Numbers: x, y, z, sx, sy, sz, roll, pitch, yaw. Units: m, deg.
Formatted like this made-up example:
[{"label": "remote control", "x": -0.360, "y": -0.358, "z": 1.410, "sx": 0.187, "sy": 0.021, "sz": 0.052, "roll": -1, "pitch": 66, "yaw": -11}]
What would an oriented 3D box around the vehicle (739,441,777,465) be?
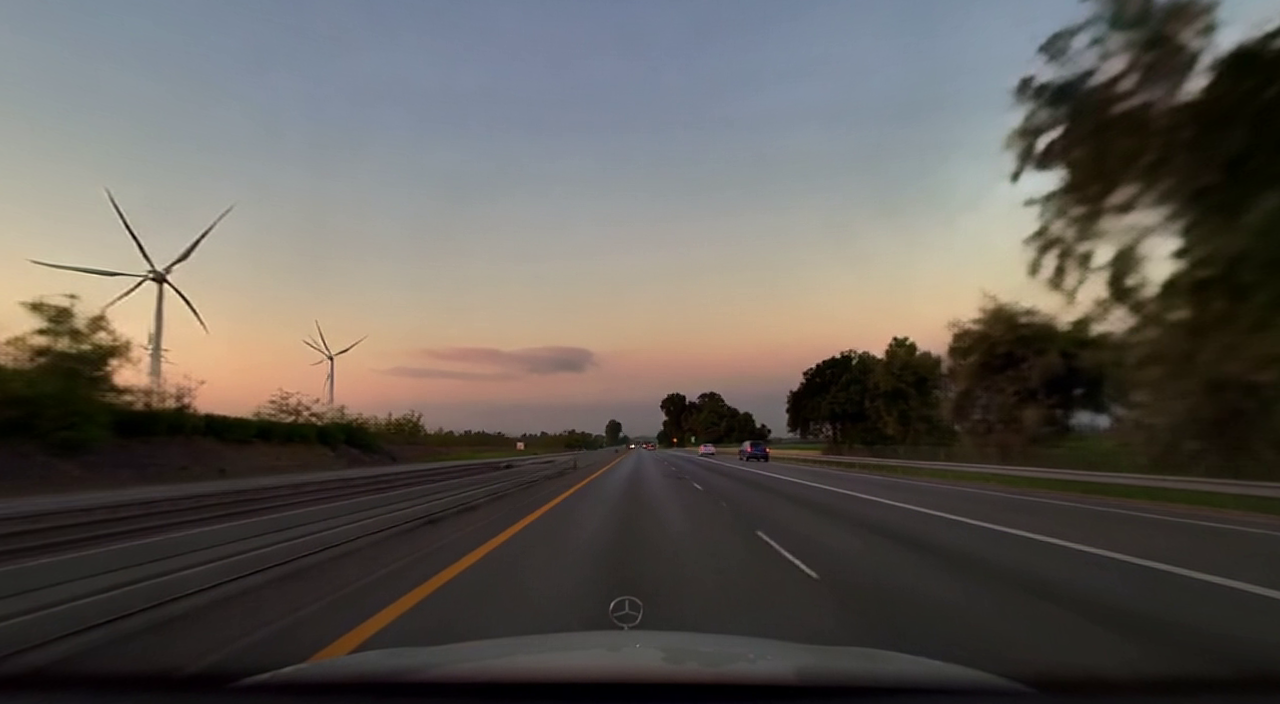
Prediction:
[{"label": "vehicle", "x": 8.633, "y": 7.451, "z": 46.434, "sx": 1.897, "sy": 1.669, "sz": 4.825, "roll": 1, "pitch": -9, "yaw": 0}]
